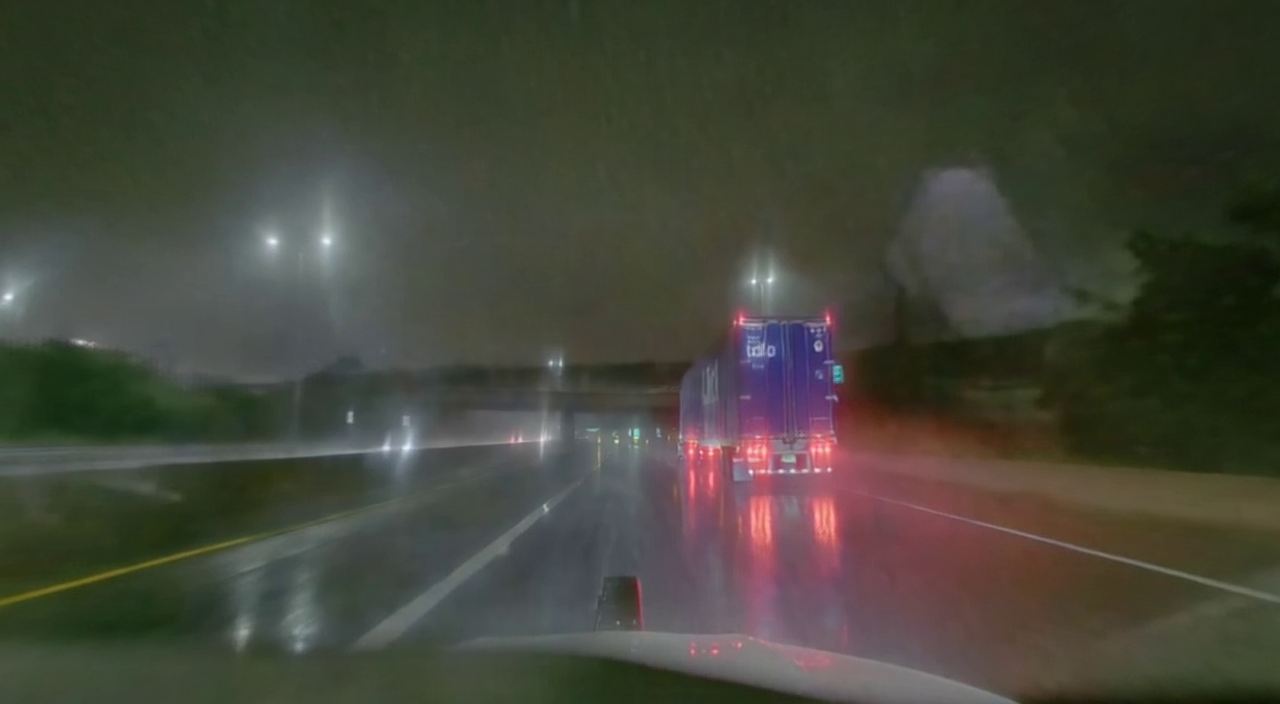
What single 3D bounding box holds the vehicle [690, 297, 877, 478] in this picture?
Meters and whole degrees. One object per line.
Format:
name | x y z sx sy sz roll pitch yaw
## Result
vehicle | 3.859 1.777 21.854 3.034 4.194 14.704 0 -8 0
